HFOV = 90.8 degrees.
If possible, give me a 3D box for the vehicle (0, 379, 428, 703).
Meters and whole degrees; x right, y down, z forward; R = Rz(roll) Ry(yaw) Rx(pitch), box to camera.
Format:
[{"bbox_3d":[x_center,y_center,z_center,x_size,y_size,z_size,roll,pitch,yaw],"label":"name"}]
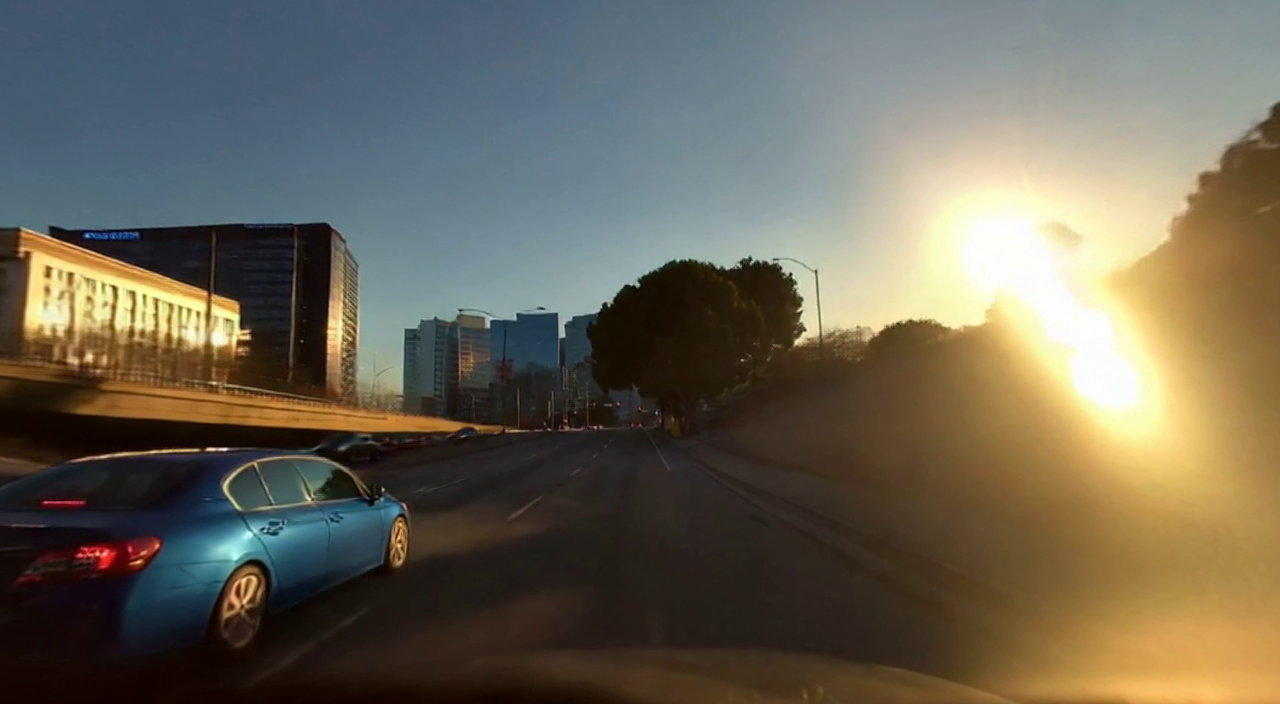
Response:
[{"bbox_3d":[-3.124,1.137,4.024,2.041,1.470,4.290,0,-9,0],"label":"vehicle"}]
